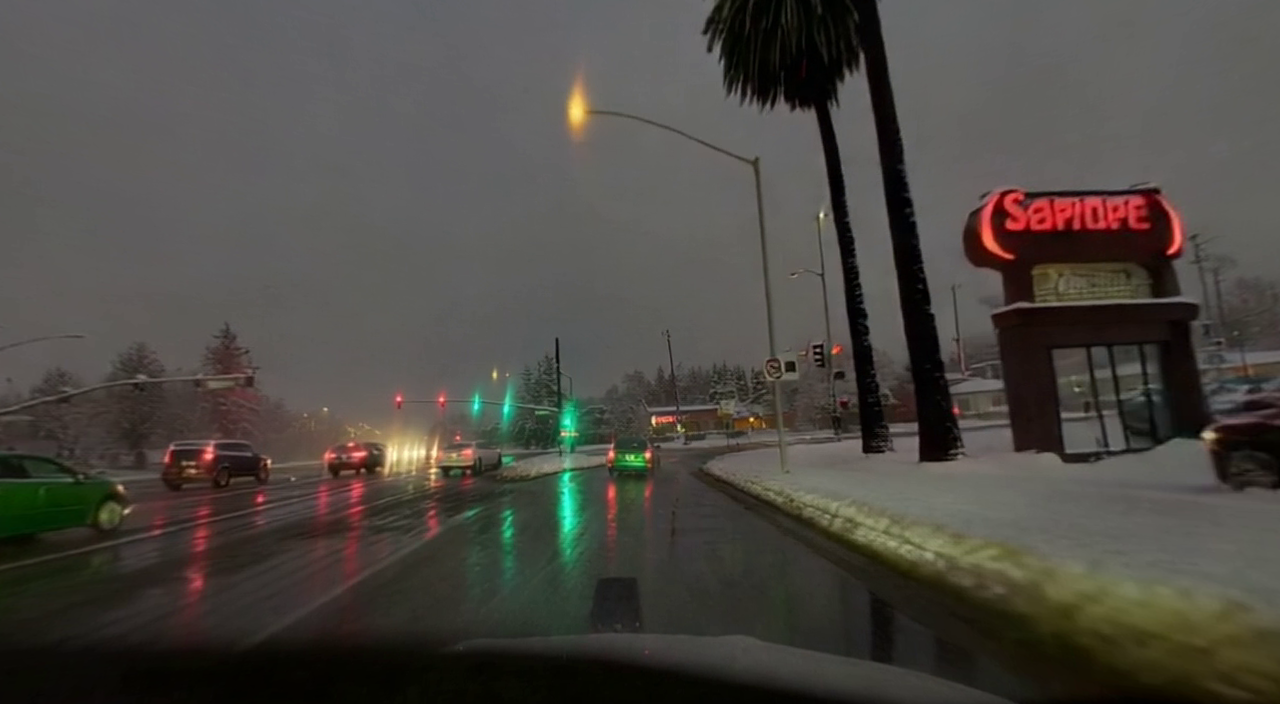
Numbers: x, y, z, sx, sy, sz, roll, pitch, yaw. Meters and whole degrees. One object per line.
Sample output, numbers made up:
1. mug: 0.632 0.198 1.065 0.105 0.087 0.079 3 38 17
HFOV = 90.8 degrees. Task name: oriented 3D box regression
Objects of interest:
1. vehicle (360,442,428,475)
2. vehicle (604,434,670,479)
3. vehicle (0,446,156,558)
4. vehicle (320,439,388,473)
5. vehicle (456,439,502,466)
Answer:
1. vehicle: -11.865 5.131 30.738 1.905 1.482 4.463 1 -9 -6
2. vehicle: 0.006 3.891 23.662 2.070 1.493 4.570 -1 -9 4
3. vehicle: -9.490 2.077 8.944 1.958 1.455 4.504 1 -9 -4
4. vehicle: -15.705 5.729 34.956 2.020 1.709 4.343 1 -9 -6
5. vehicle: -9.387 5.899 37.137 1.912 1.487 4.471 1 -9 -5
